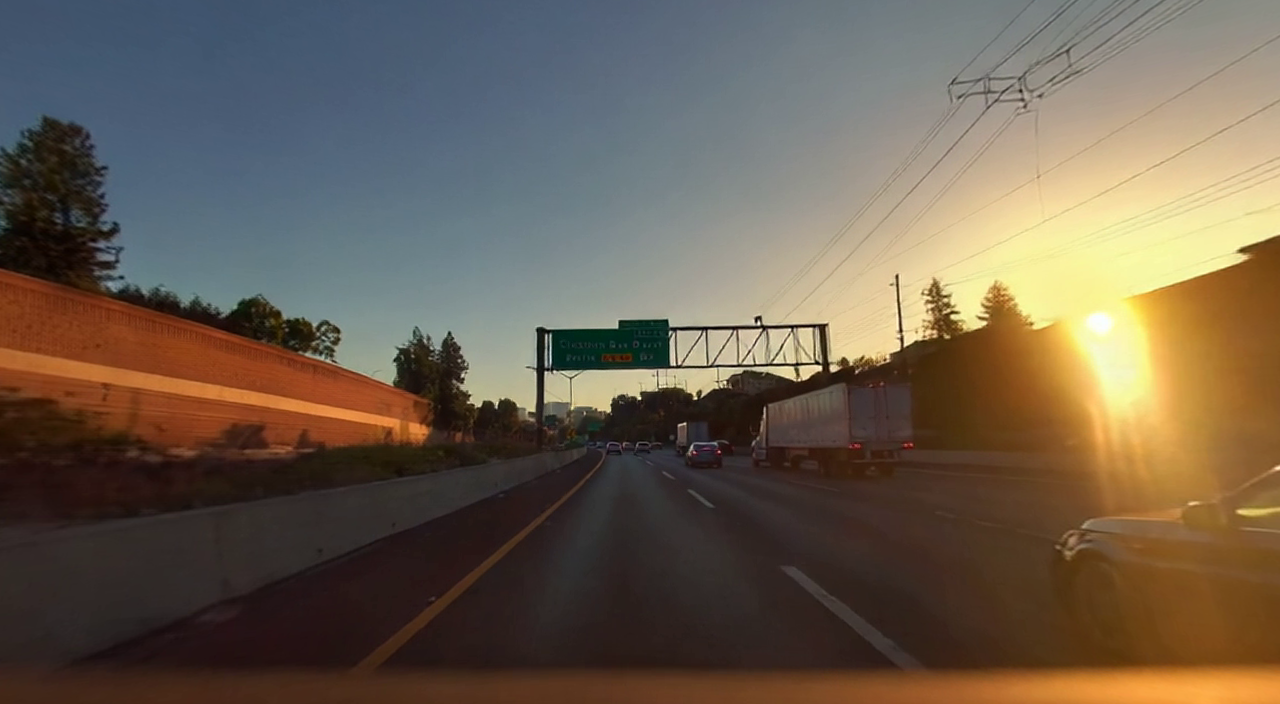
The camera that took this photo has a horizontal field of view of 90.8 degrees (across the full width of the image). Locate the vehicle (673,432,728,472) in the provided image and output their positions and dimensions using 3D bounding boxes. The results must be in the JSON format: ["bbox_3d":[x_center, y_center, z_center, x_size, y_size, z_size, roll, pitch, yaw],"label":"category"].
[{"bbox_3d":[2.959,5.061,32.065,2.114,1.849,4.692,0,-8,-3],"label":"vehicle"}]

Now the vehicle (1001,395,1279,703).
[{"bbox_3d":[3.509,0.873,2.267,1.922,1.465,4.165,0,-8,-1],"label":"vehicle"}]

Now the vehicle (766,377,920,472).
[{"bbox_3d":[10.420,4.295,35.358,2.914,4.134,15.553,0,-8,-2],"label":"vehicle"}]

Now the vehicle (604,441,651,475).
[{"bbox_3d":[-0.619,4.951,29.746,2.083,1.477,3.965,0,-8,-2],"label":"vehicle"}]
